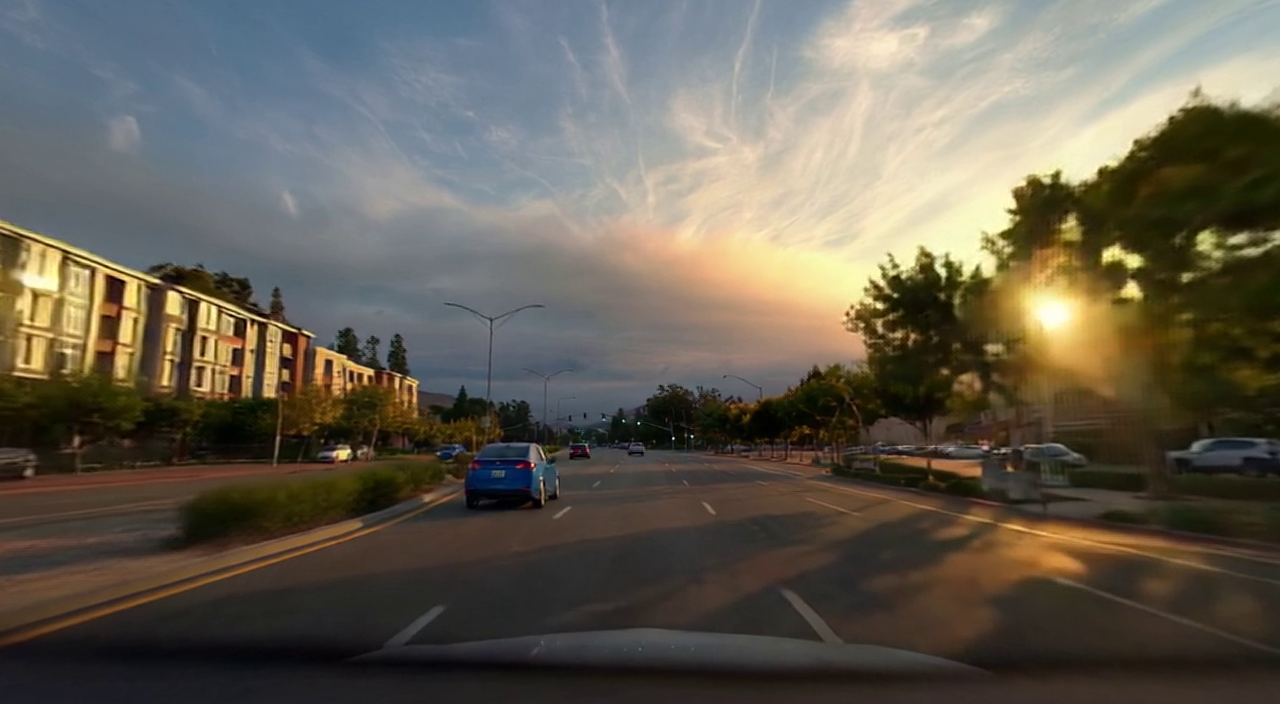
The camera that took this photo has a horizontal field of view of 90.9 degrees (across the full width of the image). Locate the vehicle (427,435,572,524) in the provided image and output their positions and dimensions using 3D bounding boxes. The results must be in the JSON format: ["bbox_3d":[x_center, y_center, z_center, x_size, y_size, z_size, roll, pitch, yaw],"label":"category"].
[{"bbox_3d":[-2.823,2.646,13.726,2.009,1.489,4.543,-3,-8,1],"label":"vehicle"}]
